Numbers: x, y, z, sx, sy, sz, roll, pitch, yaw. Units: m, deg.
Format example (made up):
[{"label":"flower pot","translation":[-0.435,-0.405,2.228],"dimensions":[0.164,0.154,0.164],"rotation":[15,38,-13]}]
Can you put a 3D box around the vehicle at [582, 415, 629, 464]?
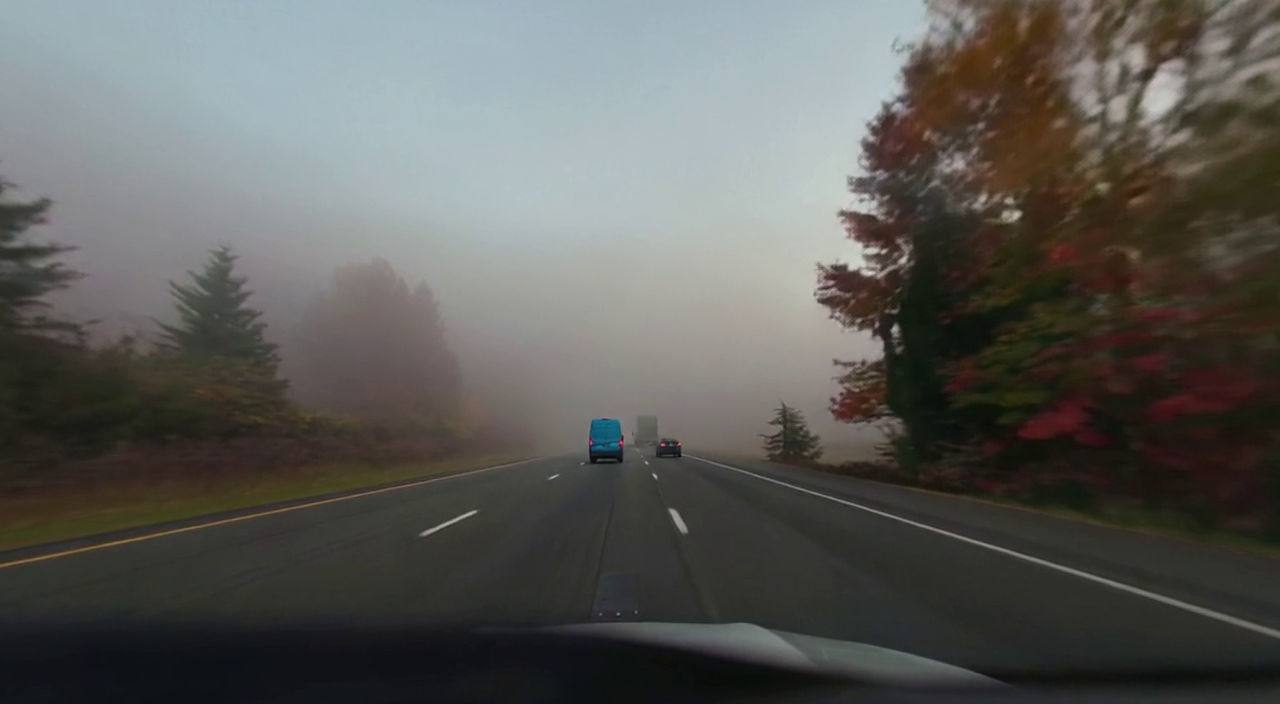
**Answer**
[{"label":"vehicle","translation":[-1.907,5.129,36.869],"dimensions":[2.389,2.637,5.437],"rotation":[0,-8,1]}]

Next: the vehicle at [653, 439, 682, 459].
[{"label":"vehicle","translation":[2.111,7.637,49.902],"dimensions":[1.962,1.508,4.363],"rotation":[0,-8,-2]}]
